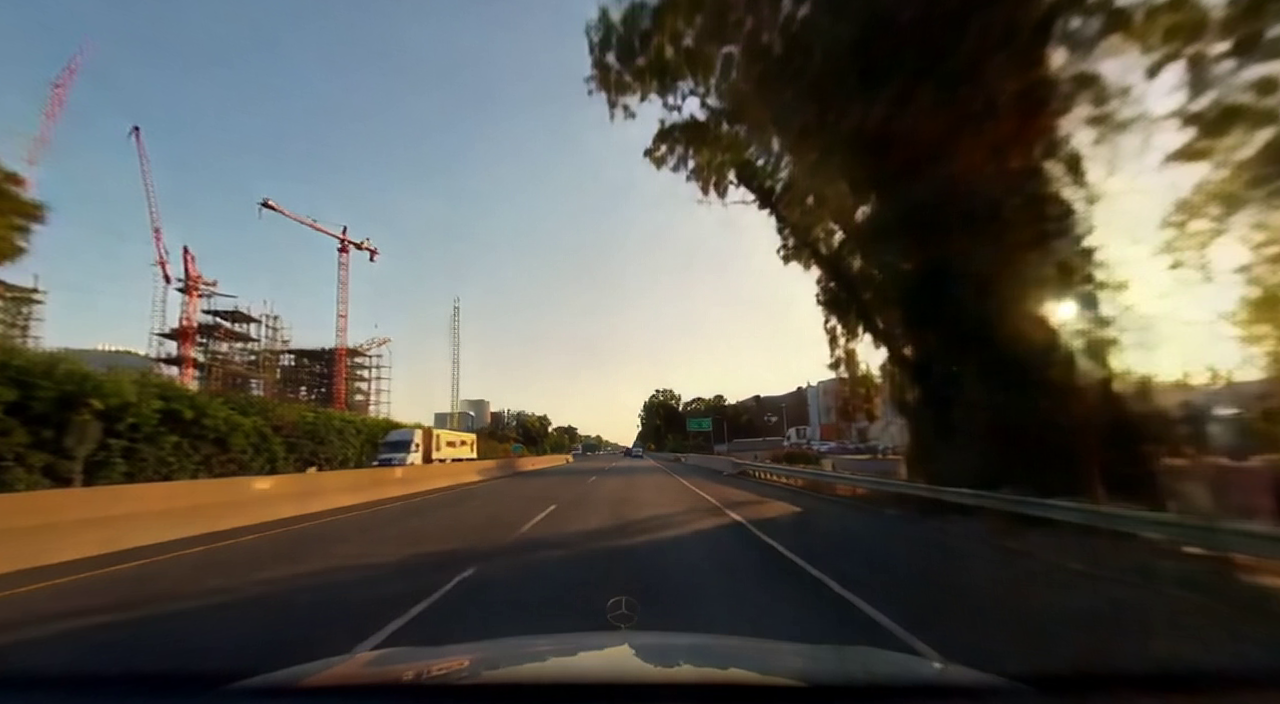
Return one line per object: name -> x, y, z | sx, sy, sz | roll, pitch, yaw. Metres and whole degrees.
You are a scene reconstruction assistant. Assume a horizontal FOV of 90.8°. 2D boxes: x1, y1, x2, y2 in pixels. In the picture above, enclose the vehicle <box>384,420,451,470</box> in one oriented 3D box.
vehicle -> -17.173, 7.249, 49.168 | 3.004, 3.663, 5.895 | 0, -9, 0
